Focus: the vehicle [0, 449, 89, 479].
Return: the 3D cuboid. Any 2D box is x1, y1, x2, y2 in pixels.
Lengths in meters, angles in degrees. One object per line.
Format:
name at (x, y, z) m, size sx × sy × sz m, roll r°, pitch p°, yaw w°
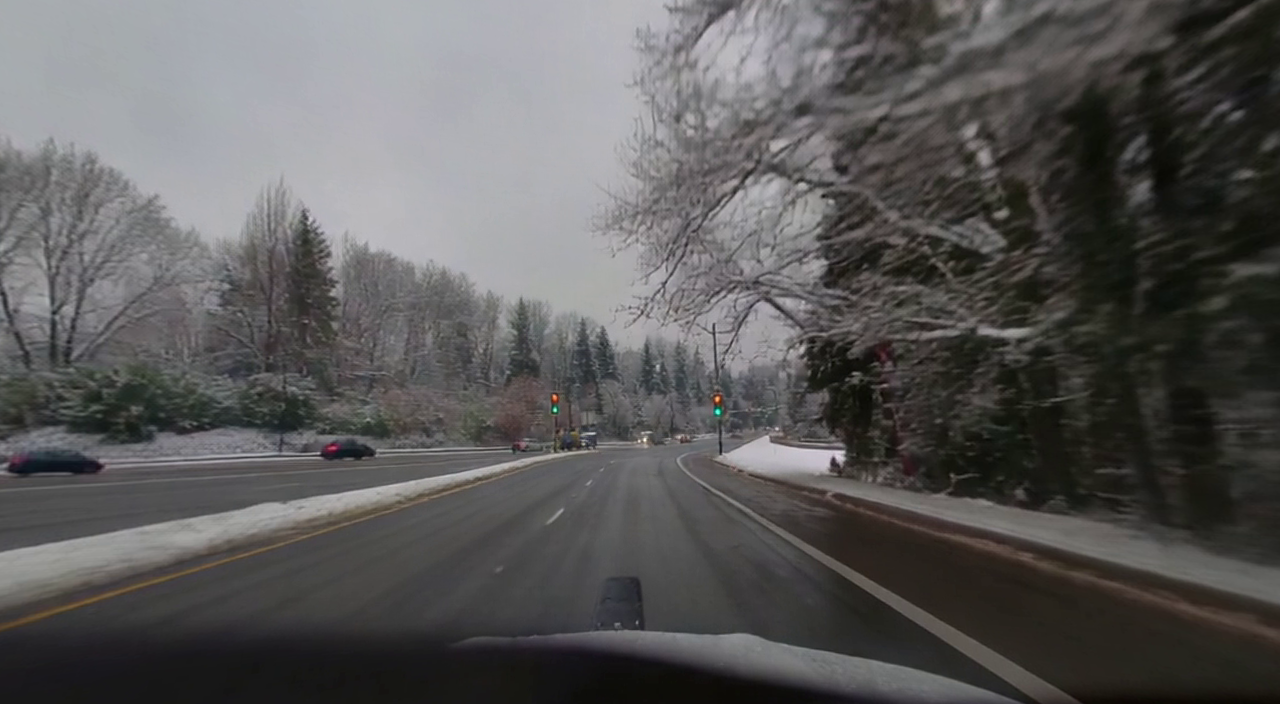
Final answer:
vehicle at (-33.392, 6.108, 34.564) m, size 1.865 × 1.518 × 4.231 m, roll -2°, pitch -9°, yaw 19°
